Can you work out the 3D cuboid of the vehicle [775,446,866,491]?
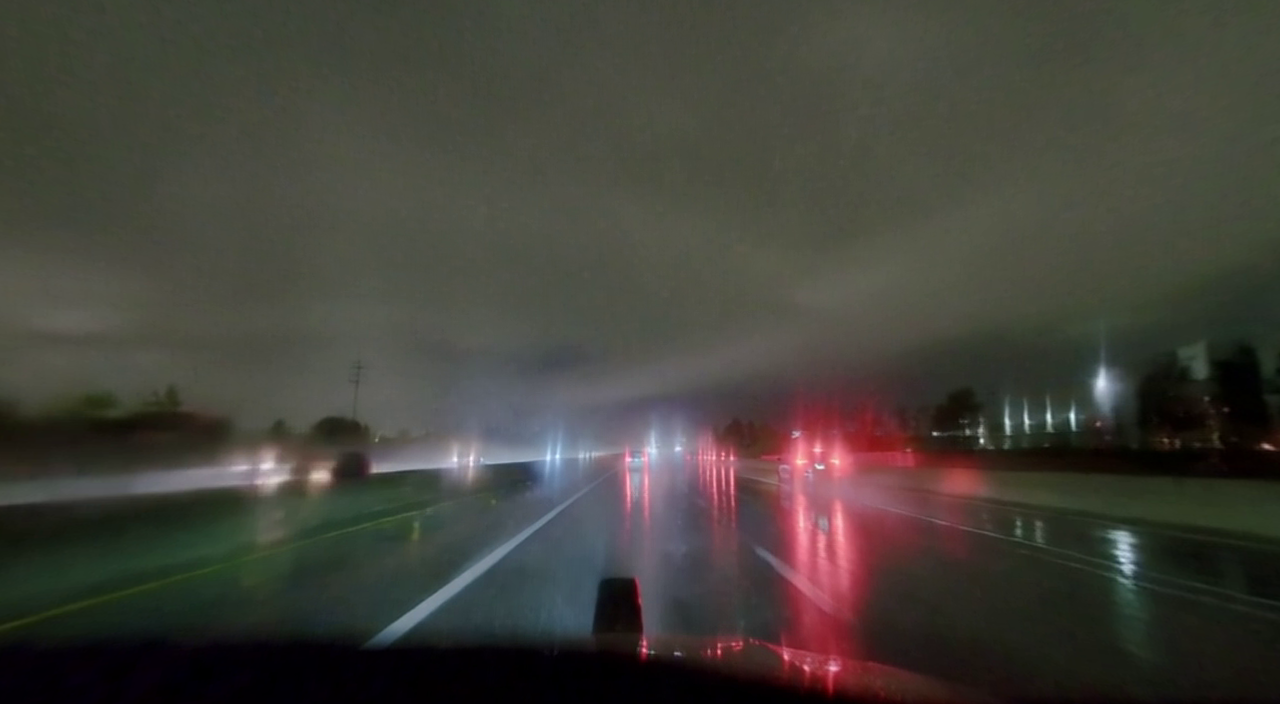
[{"bbox_3d":[6.783,4.415,24.126,2.008,1.533,4.592,0,-9,-1],"label":"vehicle"}]

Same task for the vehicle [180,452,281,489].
[{"bbox_3d":[-19.067,5.510,29.424,1.892,1.558,4.148,0,-9,0],"label":"vehicle"}]

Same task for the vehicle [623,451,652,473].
[{"bbox_3d":[-0.148,8.028,45.920,2.025,1.526,4.181,0,-9,0],"label":"vehicle"}]

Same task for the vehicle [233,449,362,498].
[{"bbox_3d":[-12.080,4.279,22.537,2.066,1.526,4.529,0,-9,0],"label":"vehicle"}]
